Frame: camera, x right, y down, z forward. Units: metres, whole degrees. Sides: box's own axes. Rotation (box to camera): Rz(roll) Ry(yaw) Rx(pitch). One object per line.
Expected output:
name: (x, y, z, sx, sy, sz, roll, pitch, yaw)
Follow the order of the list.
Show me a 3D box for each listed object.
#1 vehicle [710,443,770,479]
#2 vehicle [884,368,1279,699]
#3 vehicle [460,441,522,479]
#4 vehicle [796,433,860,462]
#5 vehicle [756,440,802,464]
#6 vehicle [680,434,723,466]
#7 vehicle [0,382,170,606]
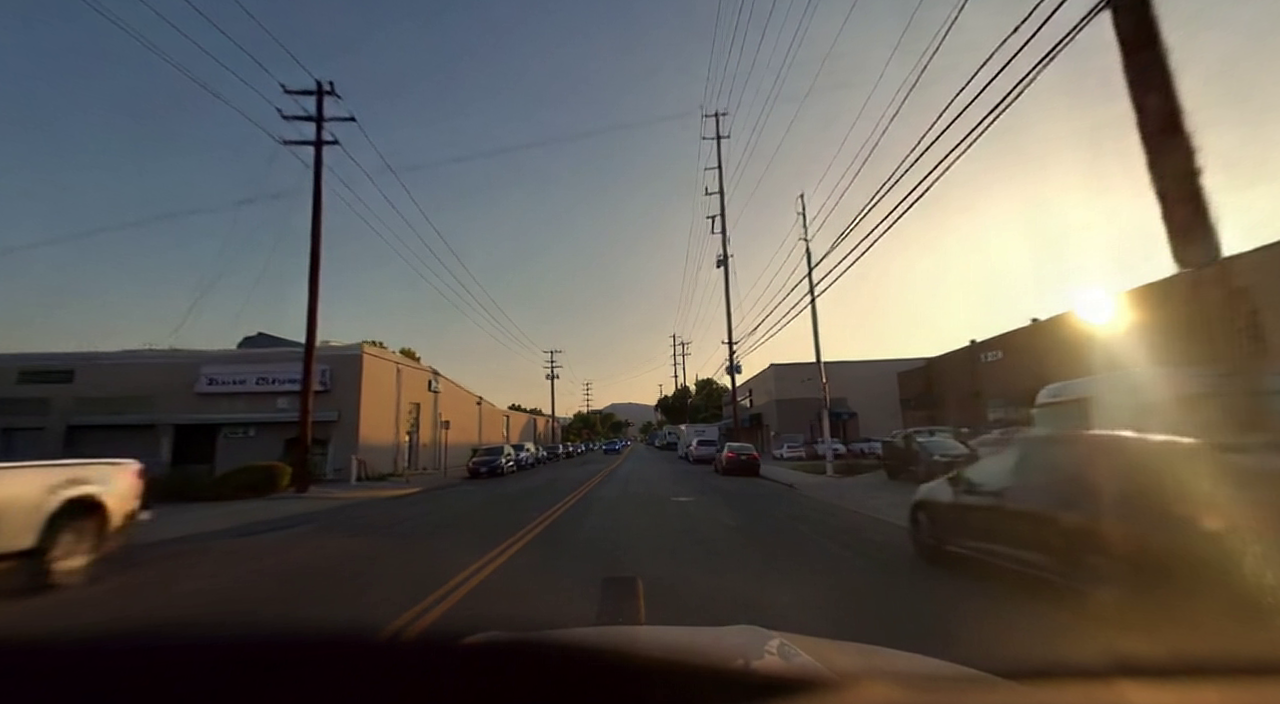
vehicle: (4.393, 4.839, 28.419, 1.919, 1.453, 4.425, 0, -8, -1)
vehicle: (4.277, 1.352, 5.988, 2.087, 1.892, 4.579, 0, -8, 0)
vehicle: (-7.648, 5.560, 32.866, 2.194, 1.775, 4.482, 0, -8, -1)
vehicle: (12.128, 6.213, 41.121, 1.965, 1.705, 4.677, 0, -8, -10)
vehicle: (8.923, 6.483, 40.947, 1.798, 1.370, 4.191, -3, -9, -3)
vehicle: (4.021, 6.557, 42.491, 2.218, 1.956, 5.916, 0, -8, -1)
vehicle: (-7.547, 1.275, 4.969, 2.692, 2.152, 6.686, -2, -8, -1)
